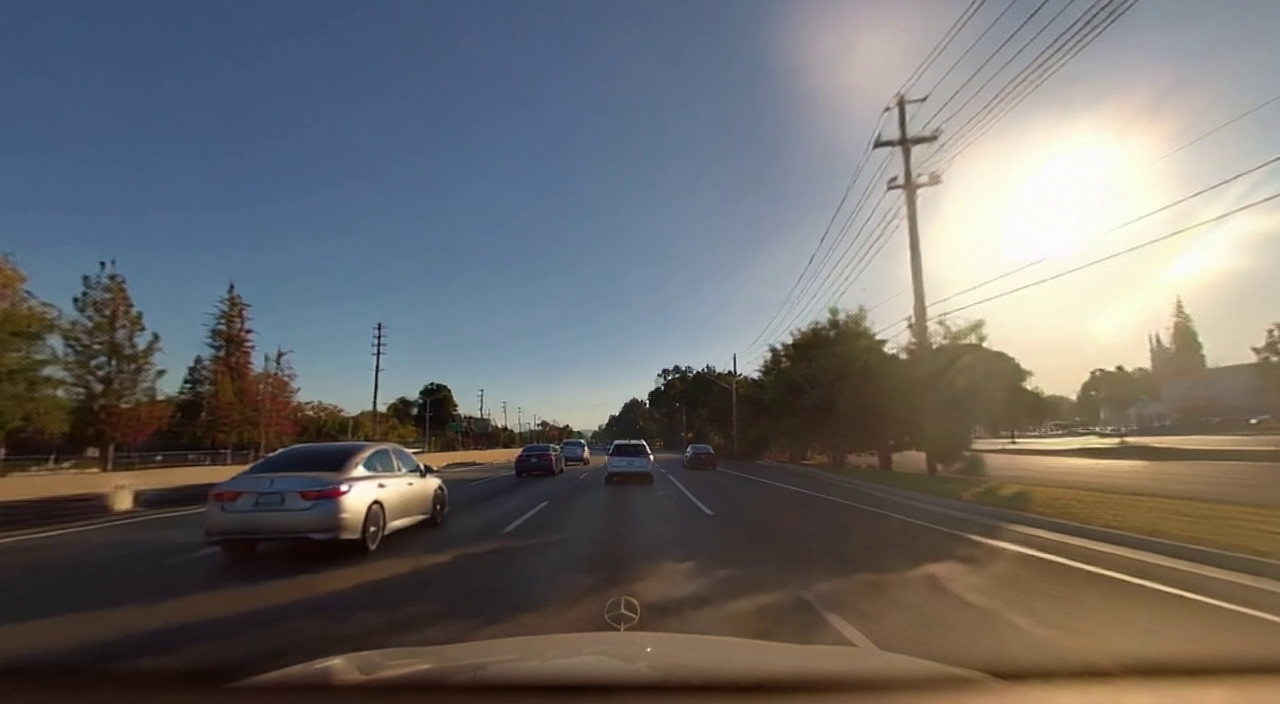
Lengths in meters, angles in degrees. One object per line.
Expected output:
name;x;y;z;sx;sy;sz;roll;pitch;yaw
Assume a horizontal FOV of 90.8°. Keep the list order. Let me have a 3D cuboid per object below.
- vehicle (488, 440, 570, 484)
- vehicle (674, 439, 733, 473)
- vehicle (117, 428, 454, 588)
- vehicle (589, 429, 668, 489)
vehicle;-3.937;4.008;23.308;2.203;1.425;4.610;0;-8;0
vehicle;2.867;4.825;29.567;2.197;1.464;4.356;0;-8;-2
vehicle;-3.936;1.774;8.134;1.958;1.447;4.454;0;-8;-3
vehicle;-0.364;3.406;20.371;2.284;1.699;4.168;0;-8;-1
